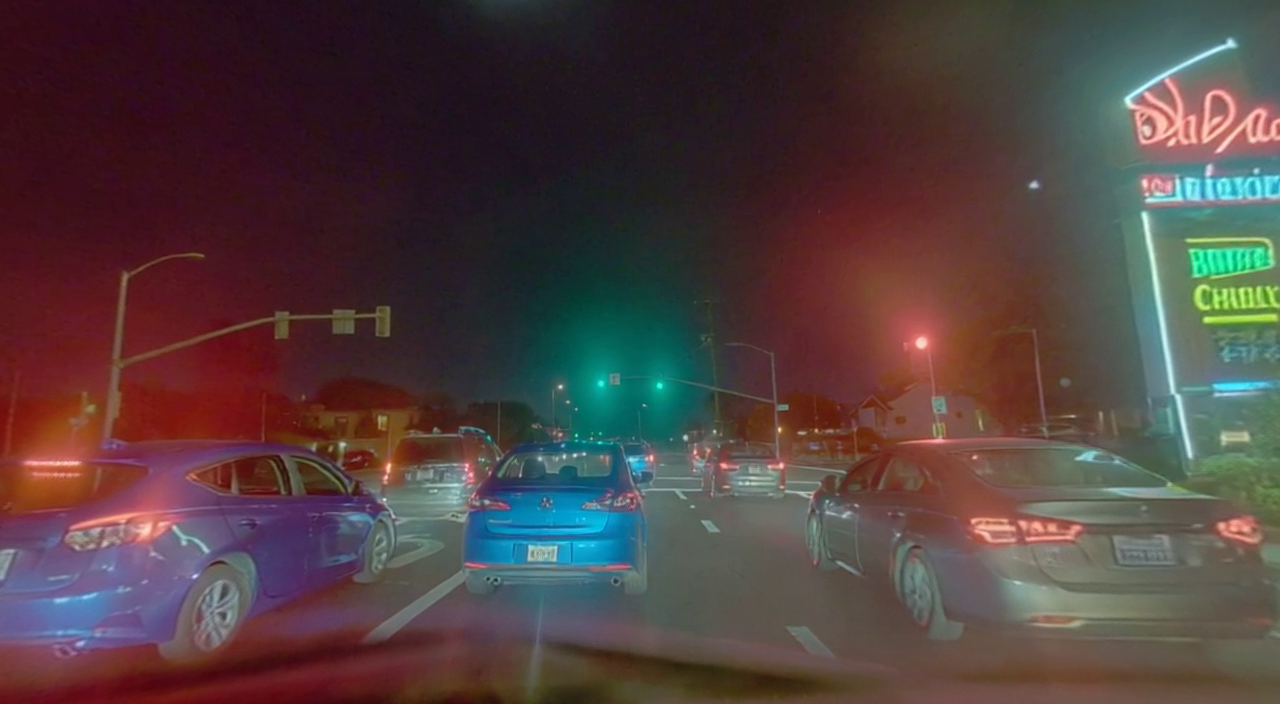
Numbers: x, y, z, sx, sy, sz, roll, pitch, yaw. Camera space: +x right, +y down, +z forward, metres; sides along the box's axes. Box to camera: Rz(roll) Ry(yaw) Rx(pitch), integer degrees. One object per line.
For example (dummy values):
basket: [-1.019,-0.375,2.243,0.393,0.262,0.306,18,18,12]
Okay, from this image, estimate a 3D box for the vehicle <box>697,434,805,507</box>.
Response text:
vehicle: [2.680,2.965,16.316,1.956,1.615,4.205,0,-9,-1]

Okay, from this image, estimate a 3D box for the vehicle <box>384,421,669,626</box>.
vehicle: [-0.873,1.564,6.681,2.104,1.500,3.815,0,-9,-1]

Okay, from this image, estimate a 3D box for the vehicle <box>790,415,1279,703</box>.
vehicle: [2.795,1.361,5.229,2.014,1.464,4.312,0,-8,0]

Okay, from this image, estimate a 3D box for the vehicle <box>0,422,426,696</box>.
vehicle: [-3.679,1.461,5.725,2.058,1.474,4.473,0,-9,-2]

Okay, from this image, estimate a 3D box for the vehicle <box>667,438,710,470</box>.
vehicle: [2.761,5.909,36.824,2.063,1.750,4.410,0,-9,-1]
